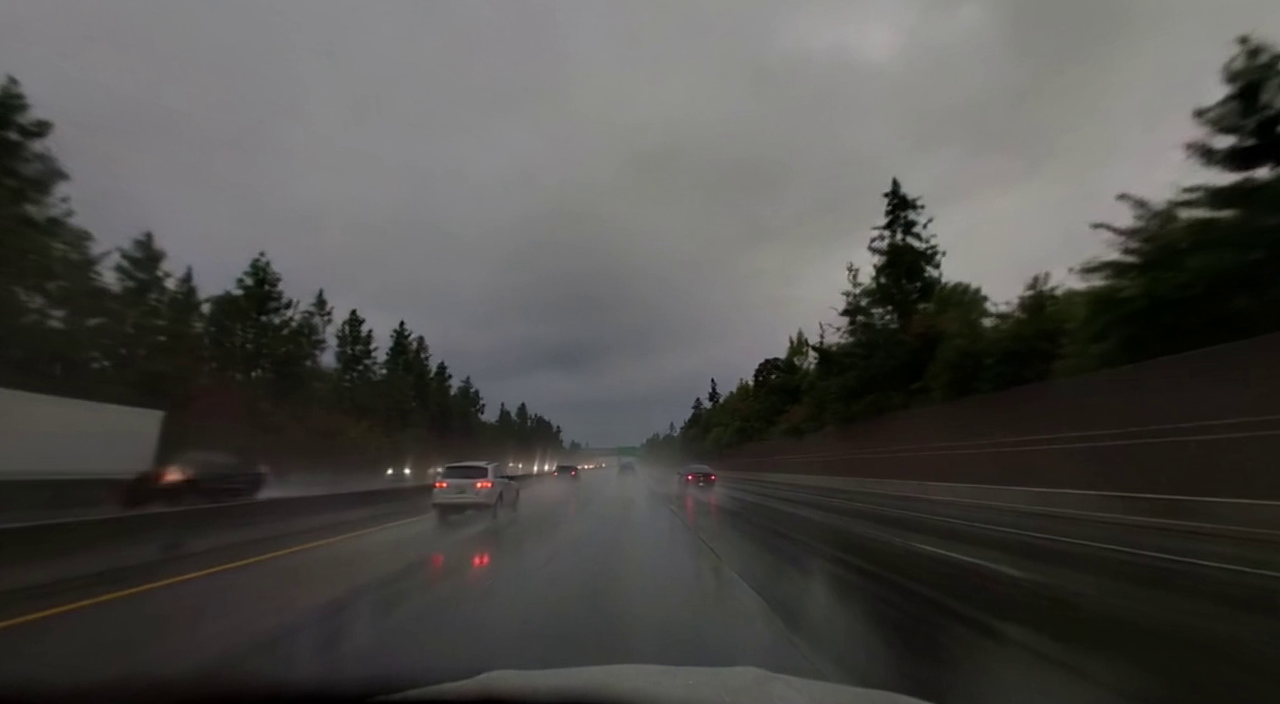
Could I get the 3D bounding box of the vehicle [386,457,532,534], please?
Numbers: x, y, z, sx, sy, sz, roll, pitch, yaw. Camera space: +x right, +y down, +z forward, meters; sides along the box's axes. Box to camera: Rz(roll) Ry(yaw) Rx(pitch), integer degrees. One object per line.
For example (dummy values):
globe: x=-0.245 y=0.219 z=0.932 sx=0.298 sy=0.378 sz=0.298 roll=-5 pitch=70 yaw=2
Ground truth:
vehicle: x=-3.979 y=3.271 z=14.837 sx=2.004 sy=1.468 sz=4.812 roll=1 pitch=-11 yaw=0

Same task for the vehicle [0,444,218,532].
vehicle: x=-13.884 y=3.437 z=16.390 sx=2.102 sy=1.857 sz=5.552 roll=1 pitch=-11 yaw=-2

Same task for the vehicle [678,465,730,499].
vehicle: x=3.047 y=6.332 z=30.972 sx=1.981 sy=1.516 sz=4.109 roll=1 pitch=-11 yaw=-2

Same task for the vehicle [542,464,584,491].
vehicle: x=-4.445 y=7.297 z=36.821 sx=2.000 sy=1.484 sz=3.995 roll=1 pitch=-11 yaw=-1
